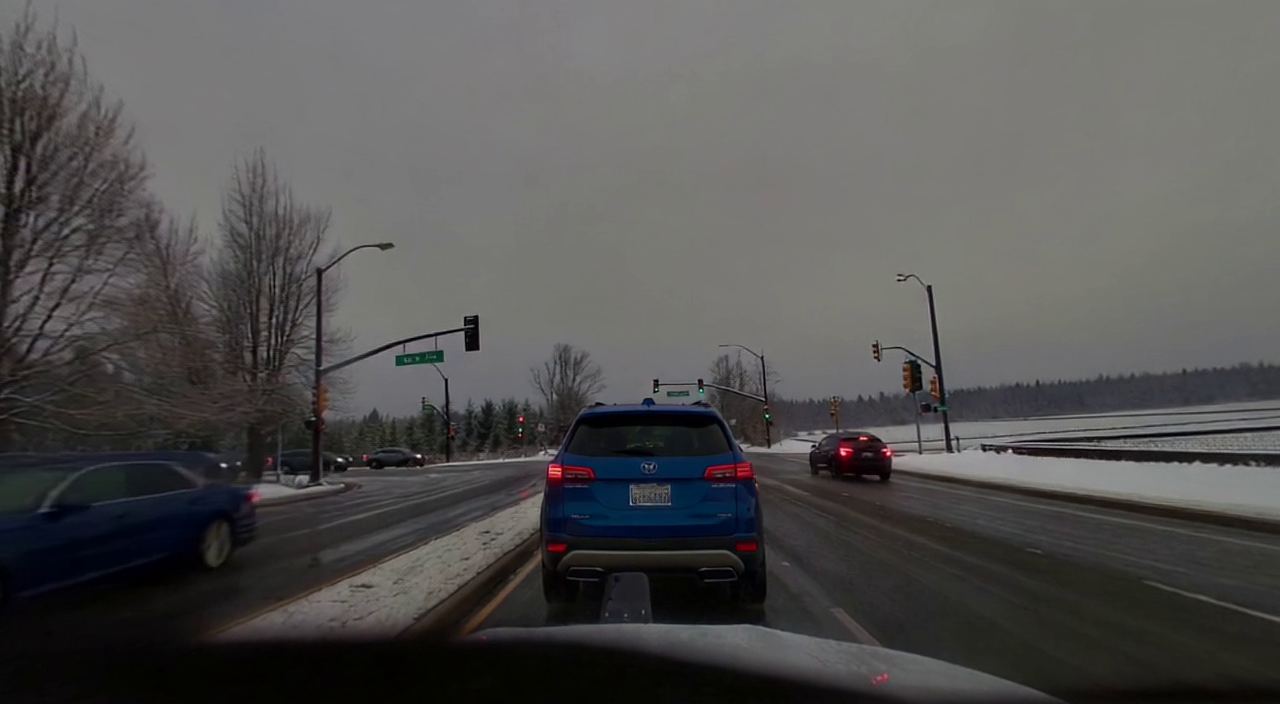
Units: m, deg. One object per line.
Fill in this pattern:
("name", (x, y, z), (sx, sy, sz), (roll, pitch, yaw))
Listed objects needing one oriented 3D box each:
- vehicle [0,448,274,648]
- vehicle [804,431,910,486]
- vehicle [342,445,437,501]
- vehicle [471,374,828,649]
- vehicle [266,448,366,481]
("vehicle", (-6.114, 1.700, 6.119), (2.425, 1.480, 4.707), (0, -8, -2))
("vehicle", (7.105, 3.528, 21.212), (2.012, 1.636, 4.352), (0, -8, 0))
("vehicle", (-8.224, 3.955, 21.177), (2.192, 1.606, 4.510), (2, -8, -12))
("vehicle", (0.049, 1.330, 6.225), (2.298, 1.770, 4.138), (0, -8, 0))
("vehicle", (-17.547, 6.066, 34.190), (4.608, 1.680, 2.026), (-3, -9, 16))
